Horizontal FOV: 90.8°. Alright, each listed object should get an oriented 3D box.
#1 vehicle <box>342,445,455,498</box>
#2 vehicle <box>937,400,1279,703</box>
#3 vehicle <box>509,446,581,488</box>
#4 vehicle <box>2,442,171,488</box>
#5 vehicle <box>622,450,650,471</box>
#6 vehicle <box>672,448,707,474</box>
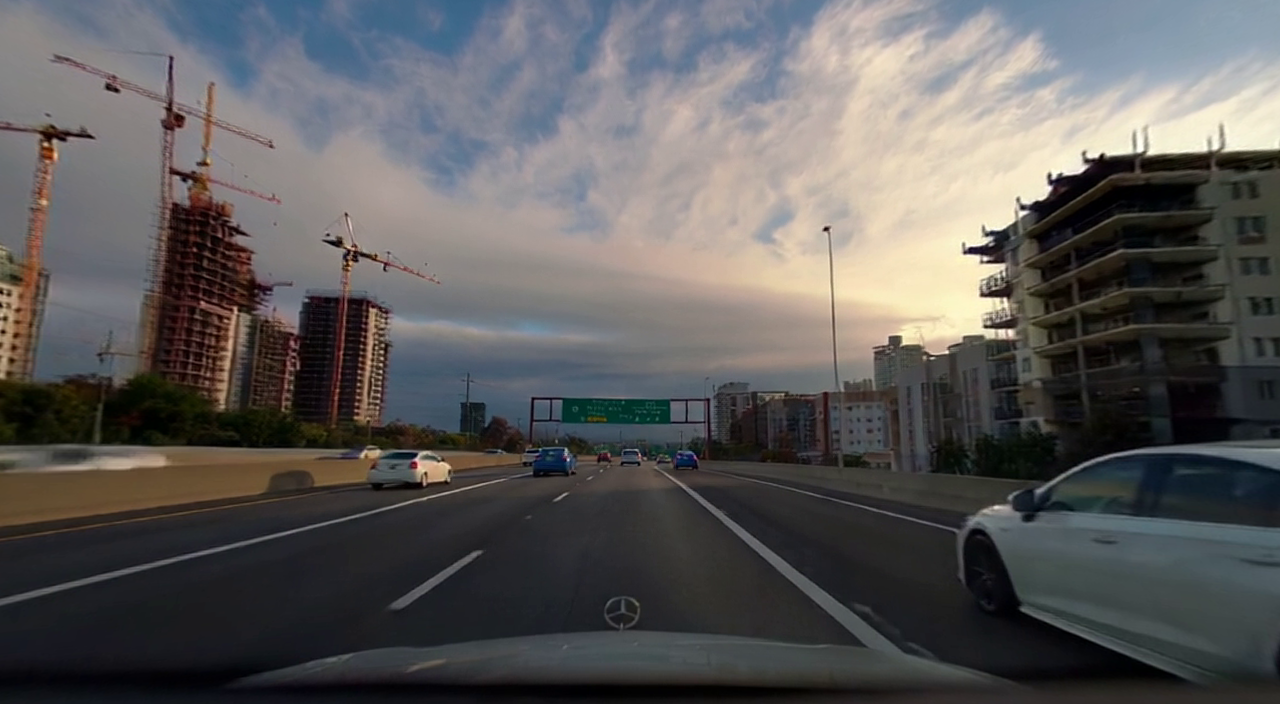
[{"bbox_3d":[-7.612,3.777,20.452,1.951,1.528,4.209,0,-8,1],"label":"vehicle"},{"bbox_3d":[3.259,0.948,2.445,1.995,1.486,4.463,0,-8,-1],"label":"vehicle"},{"bbox_3d":[-3.719,4.559,25.547,2.136,1.512,4.488,0,-8,1],"label":"vehicle"},{"bbox_3d":[-19.609,3.987,22.736,1.800,1.465,4.722,0,-8,0],"label":"vehicle"},{"bbox_3d":[-0.313,8.234,48.167,2.019,1.472,3.971,0,-8,0],"label":"vehicle"},{"bbox_3d":[3.274,7.296,42.641,1.978,1.602,4.092,0,-8,-1],"label":"vehicle"}]
